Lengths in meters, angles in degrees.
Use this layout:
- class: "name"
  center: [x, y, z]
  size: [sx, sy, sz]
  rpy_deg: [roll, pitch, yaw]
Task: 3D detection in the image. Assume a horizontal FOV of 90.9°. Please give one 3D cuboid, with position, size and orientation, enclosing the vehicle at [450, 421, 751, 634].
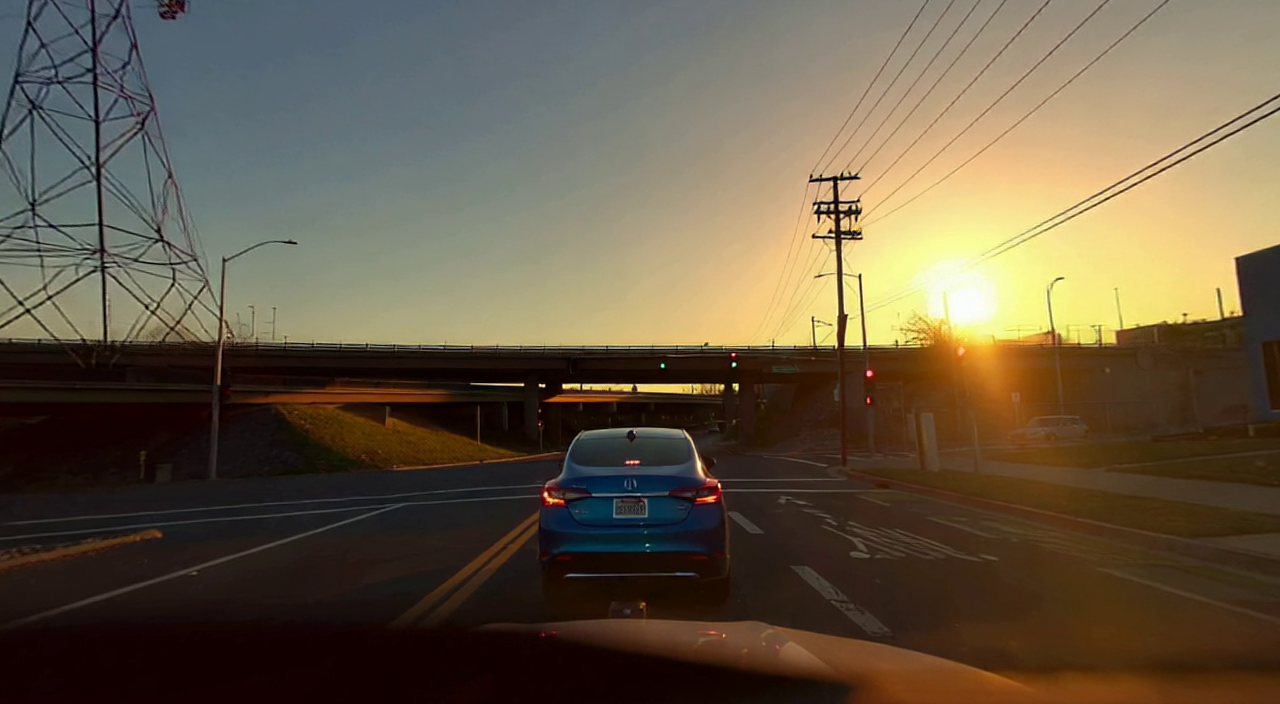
- class: "vehicle"
  center: [-0.236, 1.530, 6.463]
  size: [2.090, 1.458, 4.033]
  rpy_deg: [-1, -9, 1]
